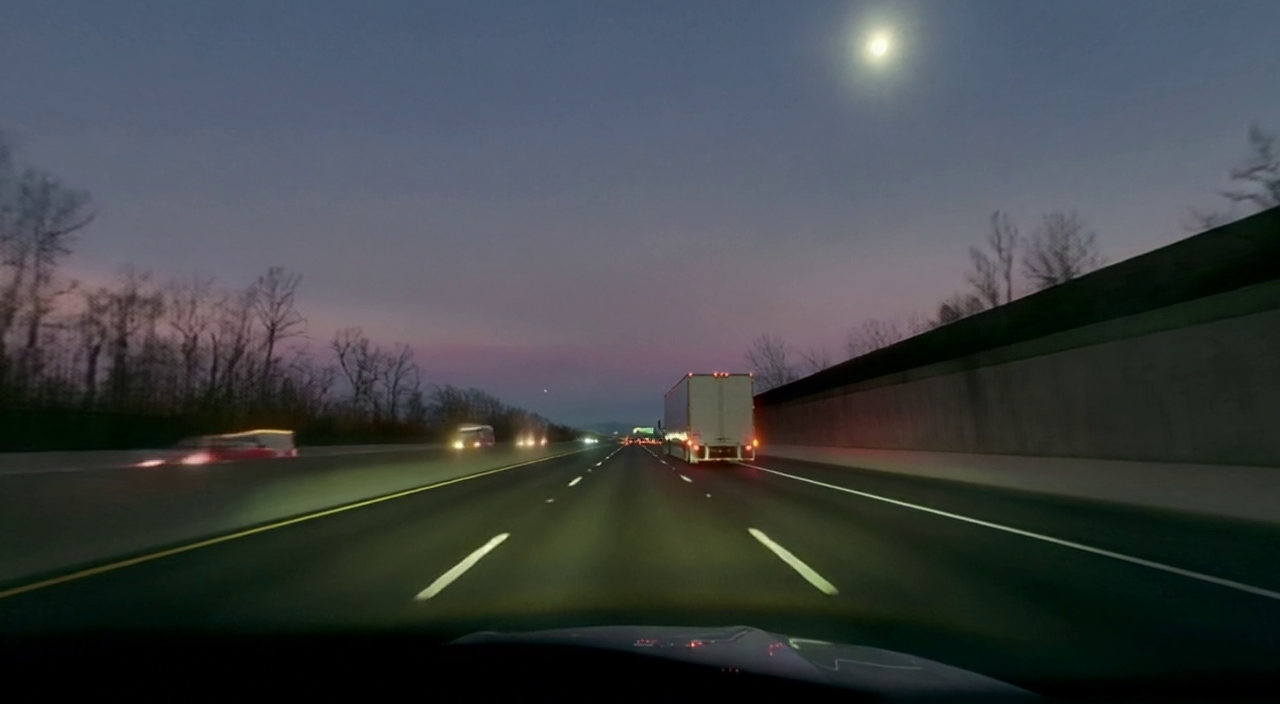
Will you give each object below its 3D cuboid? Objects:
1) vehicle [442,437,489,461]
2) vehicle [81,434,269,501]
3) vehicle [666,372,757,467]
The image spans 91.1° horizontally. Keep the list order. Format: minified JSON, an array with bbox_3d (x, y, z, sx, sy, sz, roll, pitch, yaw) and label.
[{"bbox_3d":[-12.191,6.768,44.196,1.933,1.543,4.960,0,-8,0],"label":"vehicle"},{"bbox_3d":[-12.175,3.002,16.882,1.838,1.534,4.240,0,-8,-1],"label":"vehicle"},{"bbox_3d":[3.465,3.970,35.590,2.979,4.161,15.508,1,-7,-2],"label":"vehicle"}]
